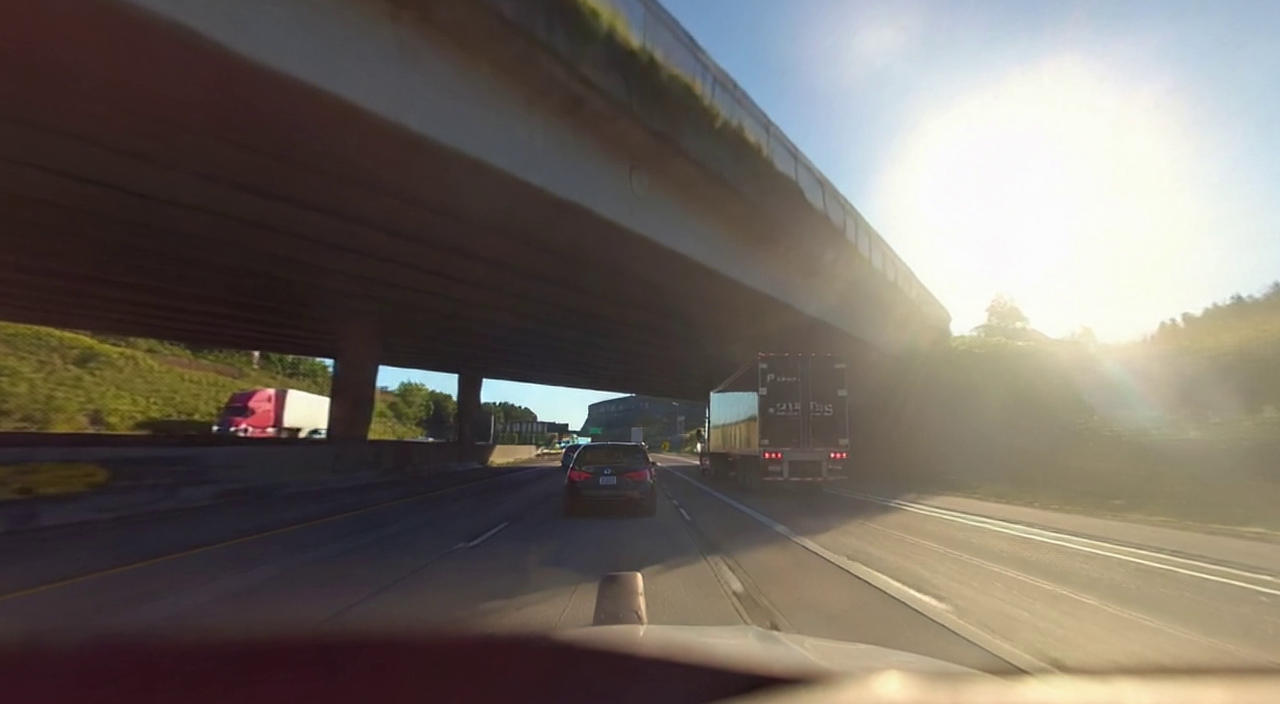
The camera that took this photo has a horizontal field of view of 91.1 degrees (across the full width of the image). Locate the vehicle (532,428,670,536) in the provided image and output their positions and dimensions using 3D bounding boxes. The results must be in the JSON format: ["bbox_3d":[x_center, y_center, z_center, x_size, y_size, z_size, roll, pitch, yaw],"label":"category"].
[{"bbox_3d":[-0.595,2.221,11.257,2.038,1.582,3.729,0,-9,0],"label":"vehicle"}]

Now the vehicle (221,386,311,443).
[{"bbox_3d":[-27.972,4.857,47.382,2.979,3.928,6.477,1,-9,-4],"label":"vehicle"}]

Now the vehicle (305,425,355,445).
[{"bbox_3d":[-23.857,6.439,48.484,1.729,1.455,4.560,0,-9,-3],"label":"vehicle"}]

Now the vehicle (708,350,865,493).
[{"bbox_3d":[4.913,3.021,24.912,2.825,4.043,14.051,0,-9,0],"label":"vehicle"}]
